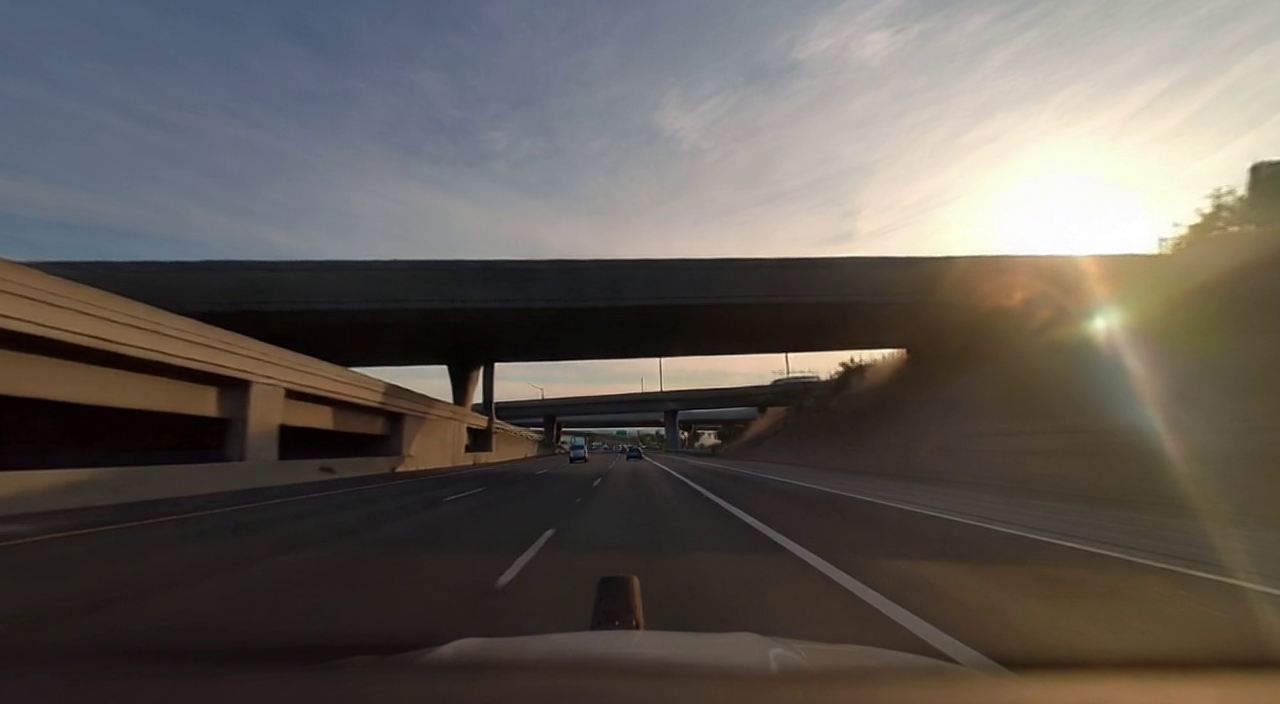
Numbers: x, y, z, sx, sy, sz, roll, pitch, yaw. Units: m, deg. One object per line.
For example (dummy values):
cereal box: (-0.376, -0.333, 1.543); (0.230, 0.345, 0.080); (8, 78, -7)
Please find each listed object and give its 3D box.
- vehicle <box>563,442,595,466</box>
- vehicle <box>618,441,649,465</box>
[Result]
vehicle: (-4.385, 7.403, 46.139); (2.000, 1.646, 4.201); (0, -8, -1)
vehicle: (-0.483, 7.327, 45.924); (2.132, 1.657, 3.967); (0, -8, -1)
